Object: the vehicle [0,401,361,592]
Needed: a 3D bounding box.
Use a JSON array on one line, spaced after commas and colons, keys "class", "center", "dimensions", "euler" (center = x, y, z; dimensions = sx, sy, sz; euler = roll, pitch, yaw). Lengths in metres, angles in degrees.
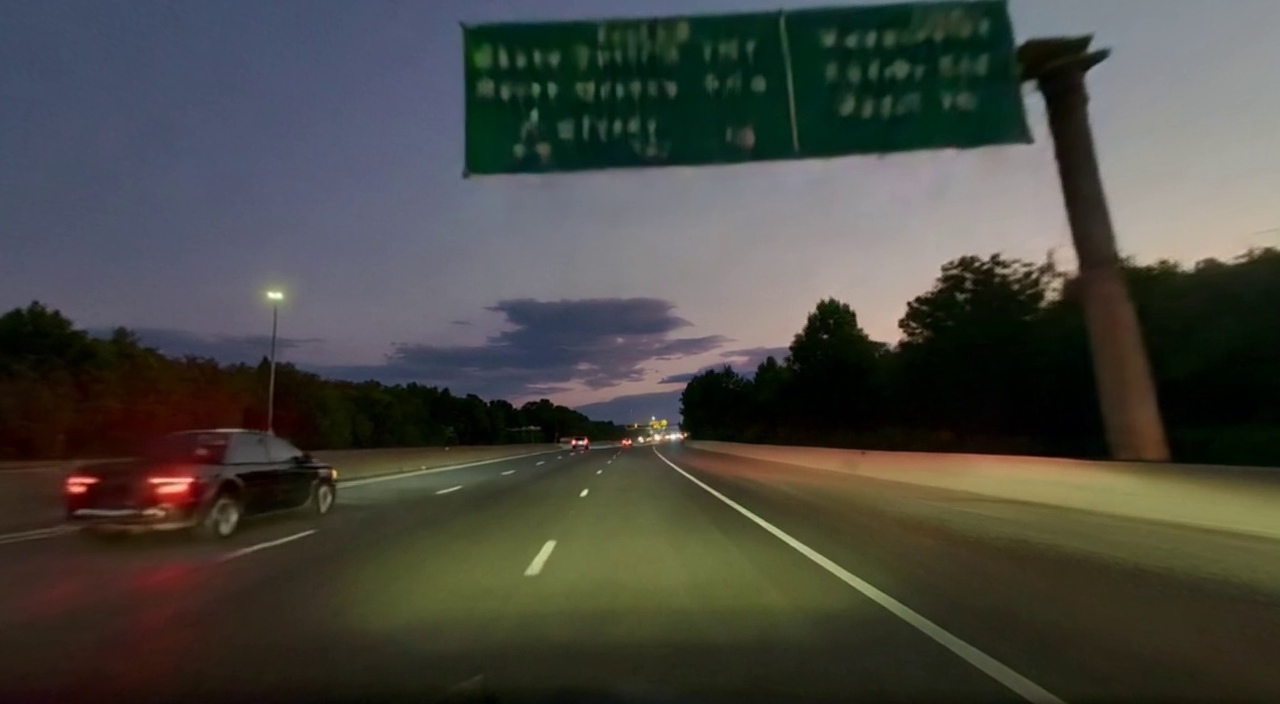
[{"class": "vehicle", "center": [-5.591, 1.606, 7.974], "dimensions": [2.055, 1.662, 4.773], "euler": [0, -8, -2]}]
